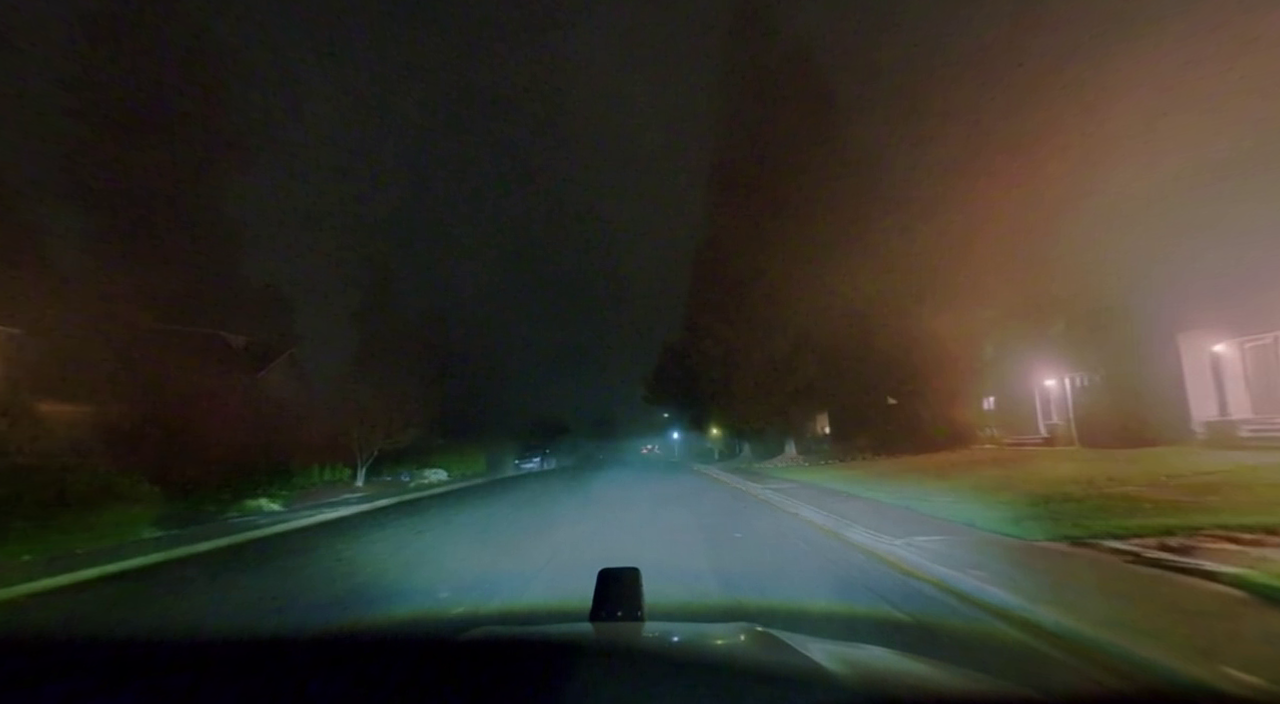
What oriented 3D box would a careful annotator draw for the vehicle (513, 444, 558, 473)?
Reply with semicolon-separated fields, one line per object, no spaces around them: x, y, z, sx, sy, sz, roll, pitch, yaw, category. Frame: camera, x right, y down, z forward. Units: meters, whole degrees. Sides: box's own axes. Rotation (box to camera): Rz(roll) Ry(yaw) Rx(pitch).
-6.624;6.795;40.640;2.078;1.745;5.119;0;-9;-1;vehicle
